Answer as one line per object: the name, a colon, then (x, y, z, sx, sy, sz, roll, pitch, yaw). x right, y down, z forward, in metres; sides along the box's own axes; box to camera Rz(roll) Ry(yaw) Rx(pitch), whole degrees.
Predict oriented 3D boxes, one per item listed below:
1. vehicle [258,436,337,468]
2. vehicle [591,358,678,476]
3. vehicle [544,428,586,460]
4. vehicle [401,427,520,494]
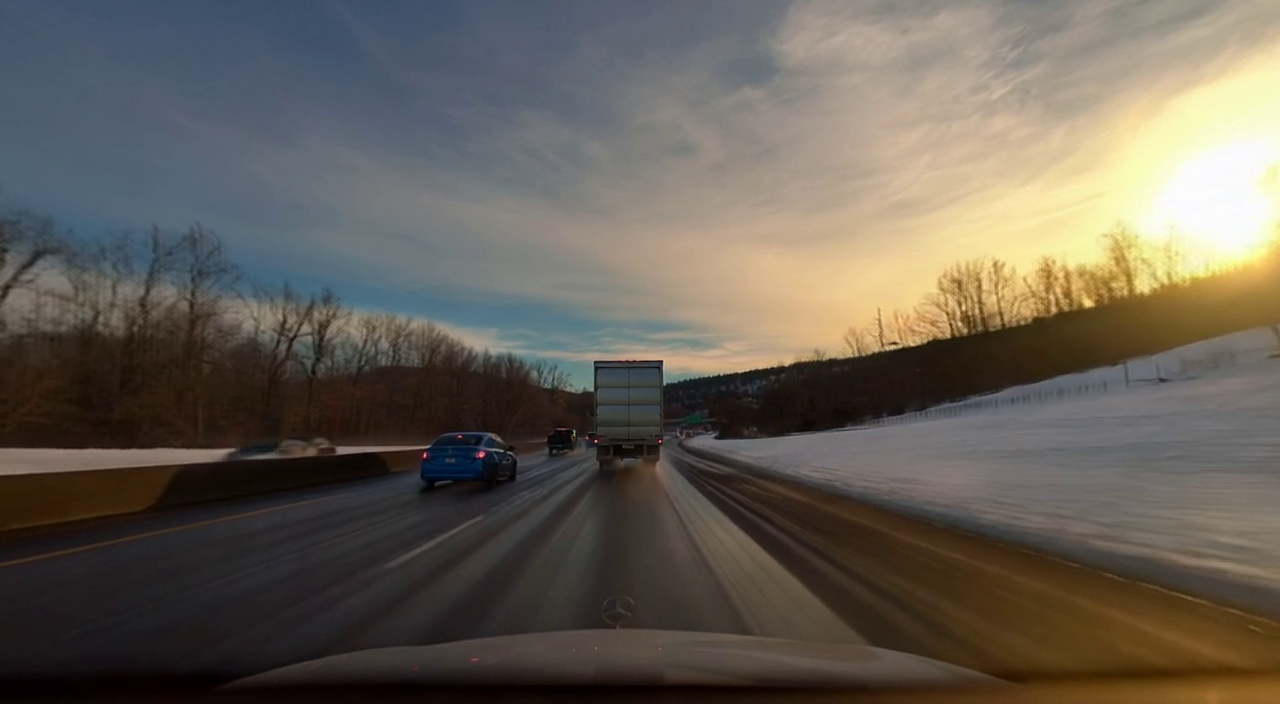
vehicle: (-18.710, 5.434, 34.565, 1.960, 1.644, 4.246, 0, -8, -1)
vehicle: (-0.315, 2.874, 26.638, 2.953, 4.041, 10.072, 0, -8, -1)
vehicle: (-4.590, 5.681, 39.047, 2.019, 1.834, 4.644, 0, -8, 0)
vehicle: (-4.643, 2.855, 17.035, 1.931, 1.539, 4.441, 0, -8, 0)
